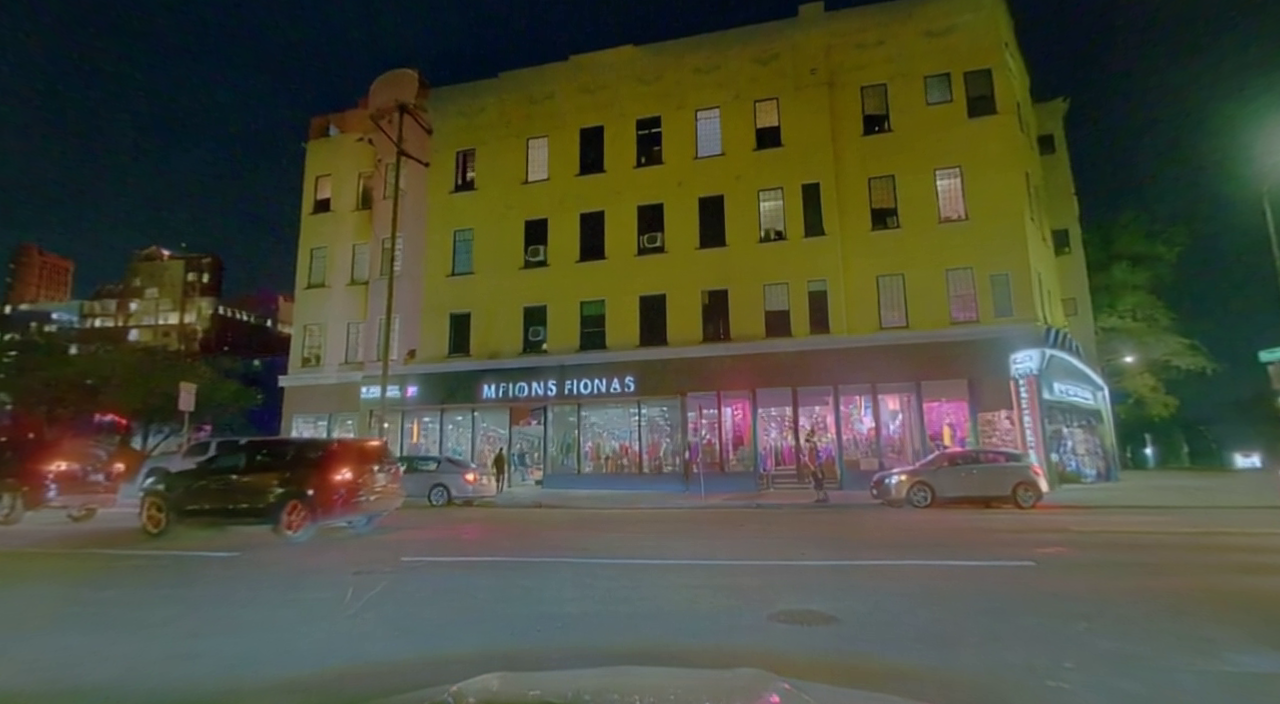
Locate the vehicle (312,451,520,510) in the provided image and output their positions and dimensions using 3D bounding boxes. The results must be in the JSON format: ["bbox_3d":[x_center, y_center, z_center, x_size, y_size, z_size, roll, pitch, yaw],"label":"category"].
[{"bbox_3d":[-5.834,3.363,16.800,4.830,1.421,1.826,-1,-9,6],"label":"vehicle"}]

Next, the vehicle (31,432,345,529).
[{"bbox_3d":[-7.742,2.171,11.009,4.330,1.458,1.932,-2,-9,12],"label":"vehicle"}]

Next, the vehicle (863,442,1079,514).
[{"bbox_3d":[8.230,3.170,16.081,4.410,1.687,1.834,-1,-9,3],"label":"vehicle"}]
